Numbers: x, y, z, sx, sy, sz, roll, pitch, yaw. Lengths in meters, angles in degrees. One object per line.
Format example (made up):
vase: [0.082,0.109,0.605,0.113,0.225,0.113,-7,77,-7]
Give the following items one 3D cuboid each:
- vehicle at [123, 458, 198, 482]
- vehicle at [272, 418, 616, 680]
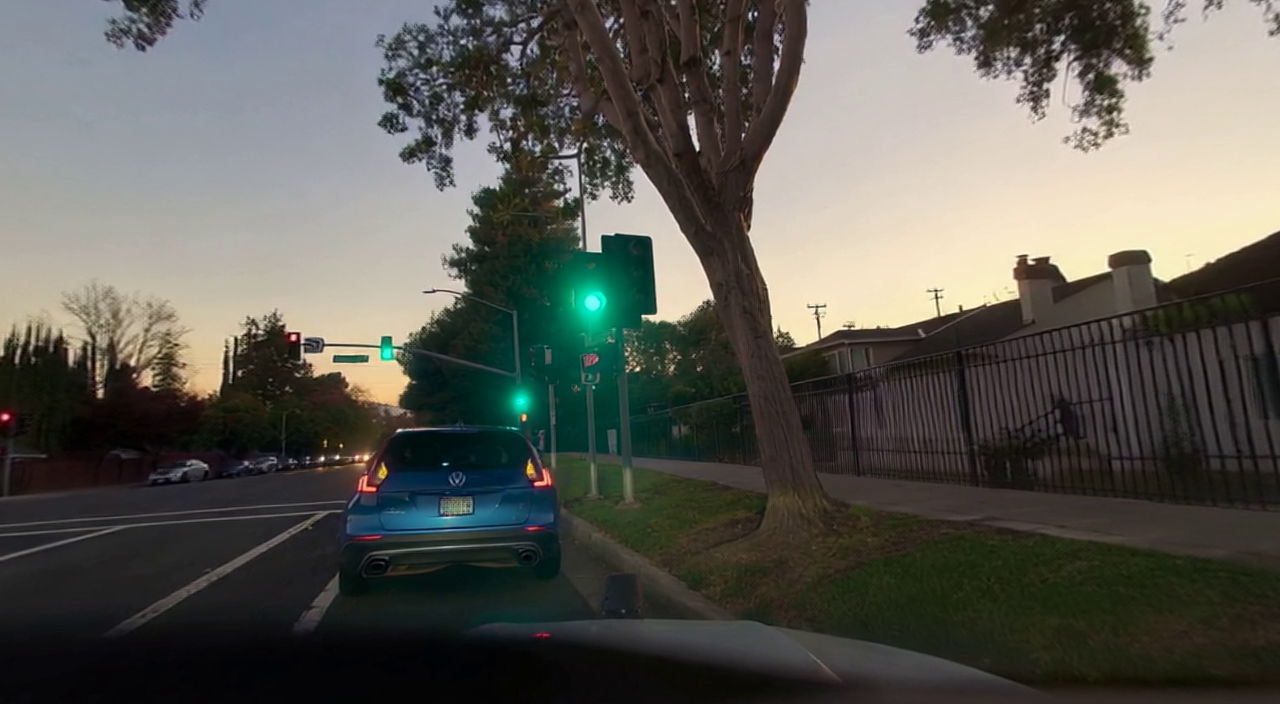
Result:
vehicle: [-36.131,8.910,47.677,3.959,1.680,1.785,1,-9,-10]
vehicle: [-1.641,1.447,5.777,2.024,1.502,3.702,2,-9,-15]
